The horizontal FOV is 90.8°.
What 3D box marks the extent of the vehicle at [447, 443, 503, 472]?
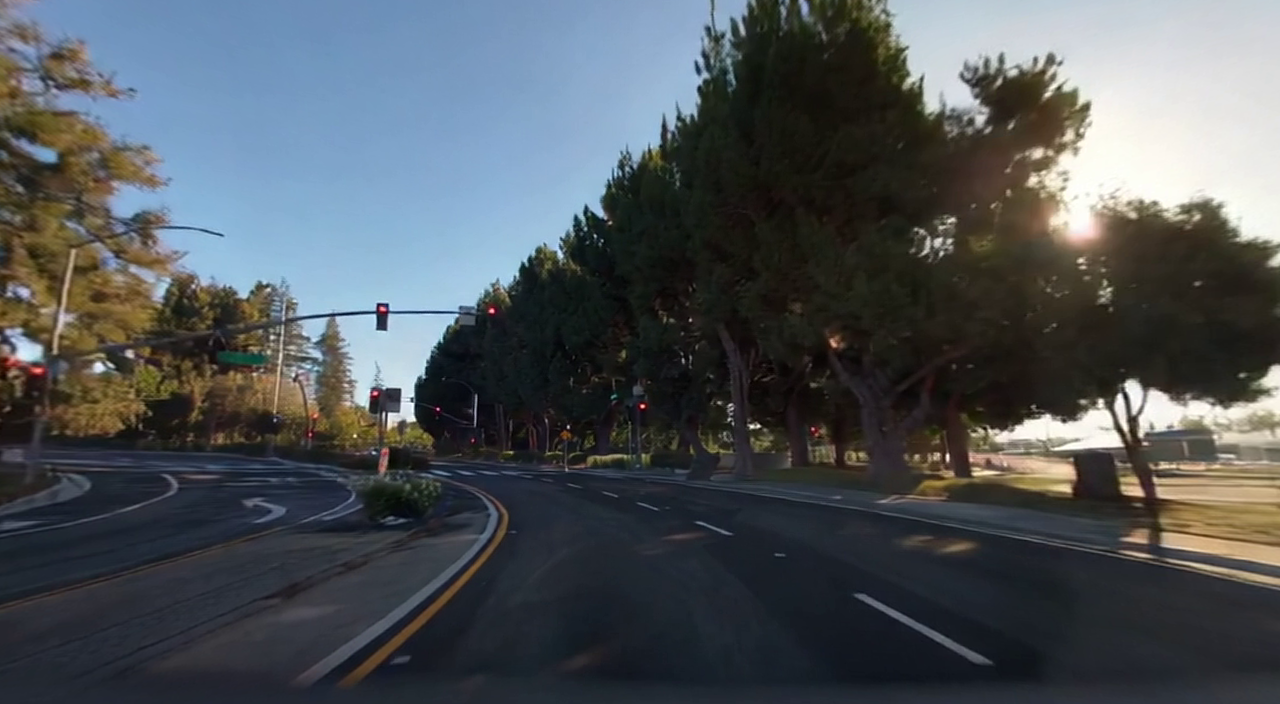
[{"bbox_3d":[-9.321,5.895,35.496,2.163,1.537,4.368,4,-10,-26],"label":"vehicle"}]
